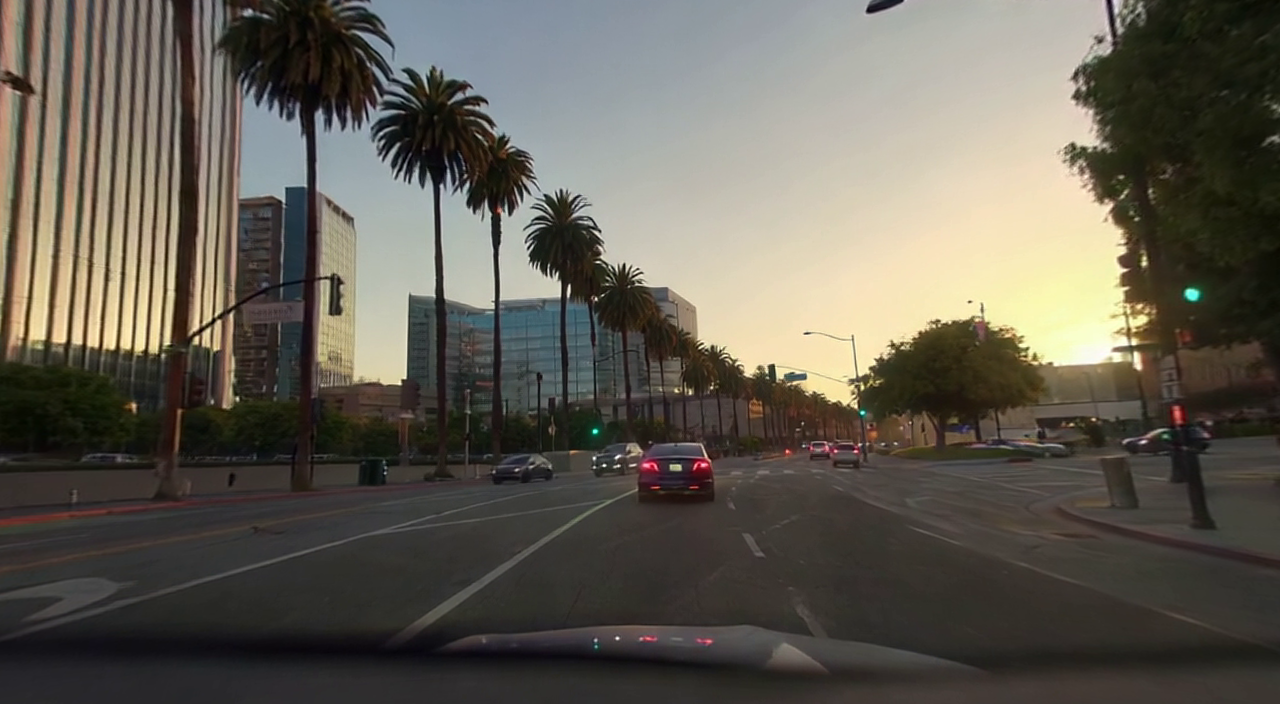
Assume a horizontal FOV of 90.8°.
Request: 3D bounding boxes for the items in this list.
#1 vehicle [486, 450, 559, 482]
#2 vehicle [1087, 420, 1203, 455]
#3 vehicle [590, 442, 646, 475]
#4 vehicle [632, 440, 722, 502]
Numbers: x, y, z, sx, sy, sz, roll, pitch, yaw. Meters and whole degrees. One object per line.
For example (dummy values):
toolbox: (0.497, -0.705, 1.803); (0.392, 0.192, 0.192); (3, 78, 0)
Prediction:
vehicle: (-5.858, 5.741, 32.141); (2.012, 1.467, 4.592); (-2, -9, 12)
vehicle: (28.032, 4.759, 35.139); (5.049, 1.861, 2.081); (1, -9, -10)
vehicle: (-1.158, 5.926, 35.400); (2.013, 1.746, 4.366); (-2, -9, 14)
vehicle: (1.157, 3.210, 17.481); (2.096, 1.492, 4.071); (-1, -9, 9)
